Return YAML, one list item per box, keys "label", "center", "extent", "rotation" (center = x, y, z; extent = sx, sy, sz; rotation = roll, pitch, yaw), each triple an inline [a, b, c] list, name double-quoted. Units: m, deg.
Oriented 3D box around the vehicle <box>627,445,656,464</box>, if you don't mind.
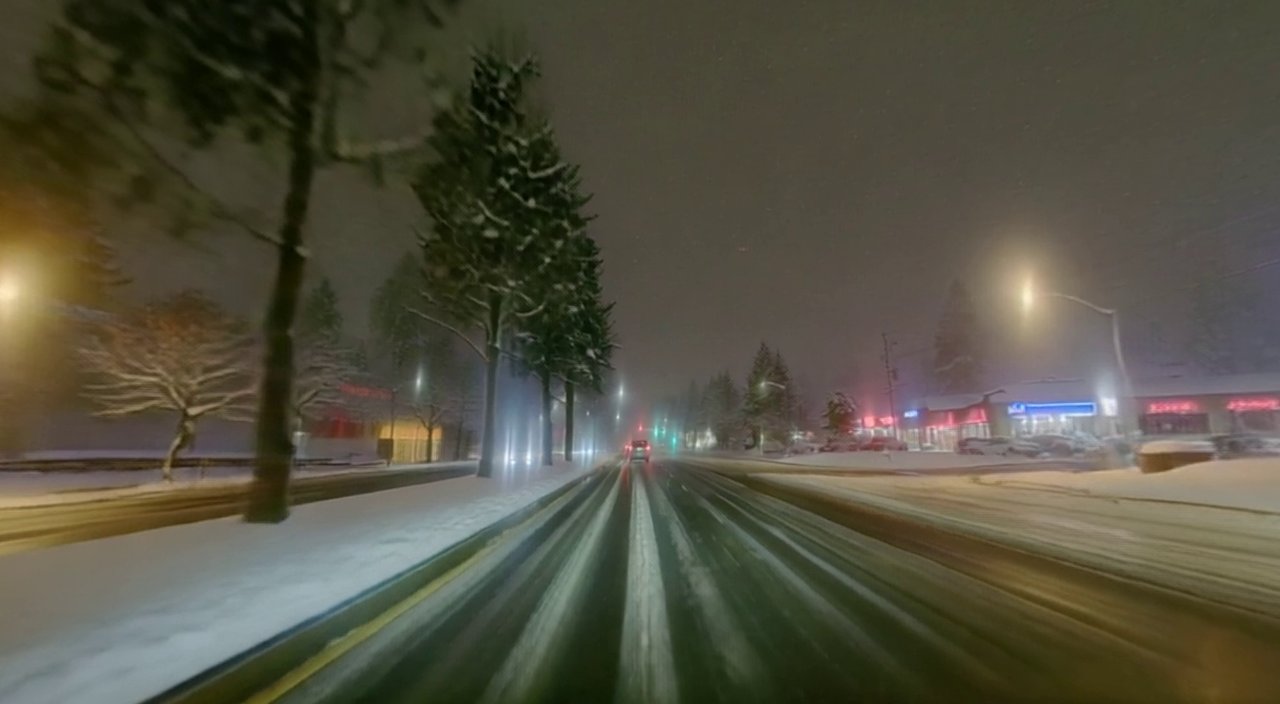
- label: "vehicle"
  center: [0.104, 8.055, 49.751]
  extent: [2.159, 1.461, 4.142]
  rotation: [0, -8, -1]
